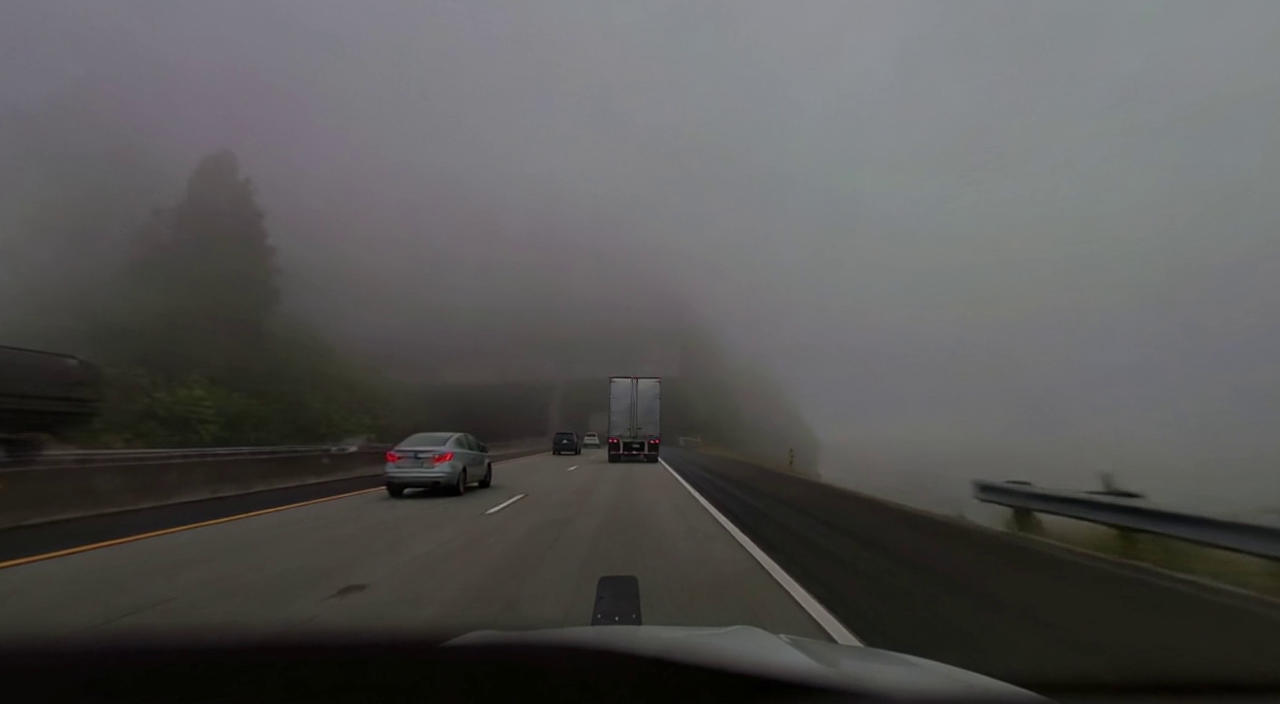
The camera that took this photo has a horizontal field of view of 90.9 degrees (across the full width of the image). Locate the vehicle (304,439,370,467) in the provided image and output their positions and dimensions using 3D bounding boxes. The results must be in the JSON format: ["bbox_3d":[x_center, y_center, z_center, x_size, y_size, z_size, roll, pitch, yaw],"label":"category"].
[{"bbox_3d":[-18.004,5.984,37.684,1.878,1.594,4.150,0,-8,0],"label":"vehicle"}]

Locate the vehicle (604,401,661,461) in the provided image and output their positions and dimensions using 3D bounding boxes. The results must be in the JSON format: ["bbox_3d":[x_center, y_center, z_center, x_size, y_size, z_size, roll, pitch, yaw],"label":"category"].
[{"bbox_3d":[-0.322,3.354,26.674,2.319,2.461,1.270,0,-8,0],"label":"vehicle"}]

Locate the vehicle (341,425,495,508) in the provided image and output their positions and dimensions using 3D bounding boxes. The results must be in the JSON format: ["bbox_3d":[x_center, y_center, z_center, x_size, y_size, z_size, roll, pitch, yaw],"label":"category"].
[{"bbox_3d":[-4.572,2.398,13.658,1.909,1.520,3.897,0,-8,0],"label":"vehicle"}]

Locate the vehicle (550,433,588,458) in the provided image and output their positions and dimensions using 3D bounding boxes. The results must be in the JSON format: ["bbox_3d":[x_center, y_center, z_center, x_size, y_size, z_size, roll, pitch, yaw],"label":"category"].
[{"bbox_3d":[-5.049,6.688,45.299,2.138,1.697,4.587,0,-8,1],"label":"vehicle"}]
